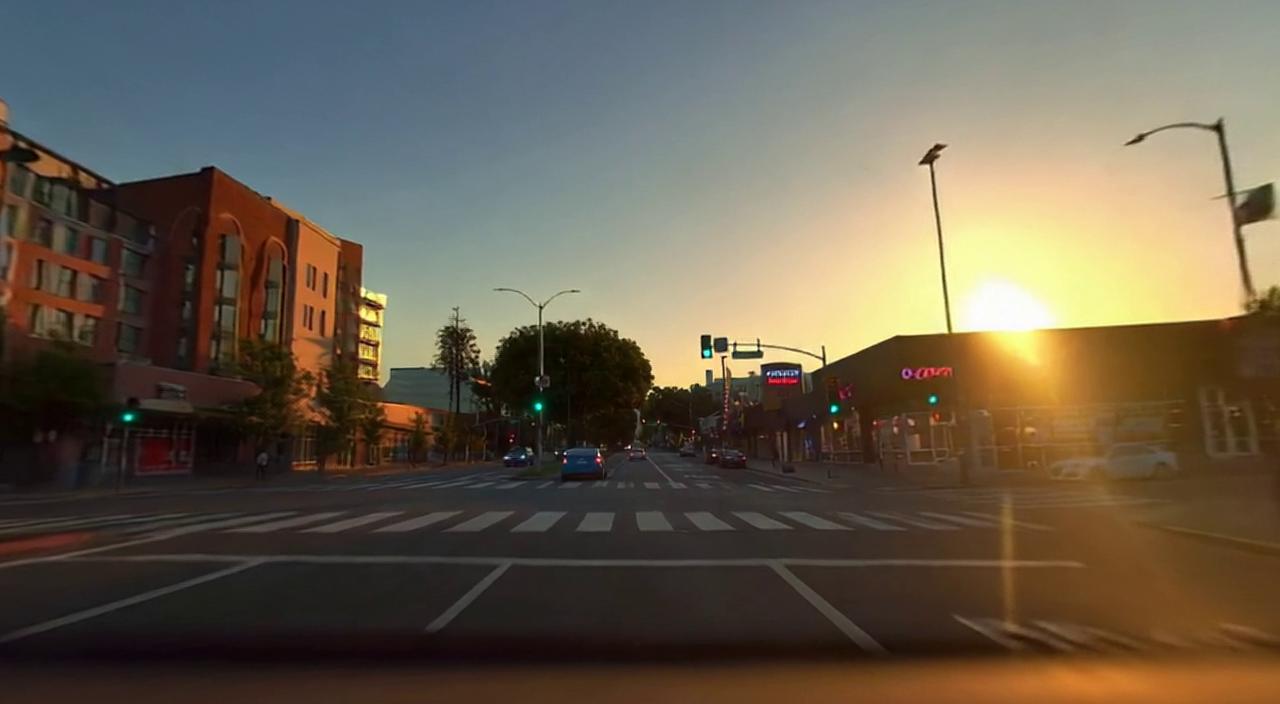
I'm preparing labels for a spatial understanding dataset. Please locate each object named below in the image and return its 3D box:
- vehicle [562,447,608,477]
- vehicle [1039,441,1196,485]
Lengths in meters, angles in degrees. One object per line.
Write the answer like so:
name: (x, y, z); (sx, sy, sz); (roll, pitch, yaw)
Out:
vehicle: (-2.838, 5.783, 33.322); (2.078, 1.471, 4.217); (0, -8, 0)
vehicle: (17.375, 4.042, 23.069); (4.040, 1.514, 2.095); (0, -9, -1)
